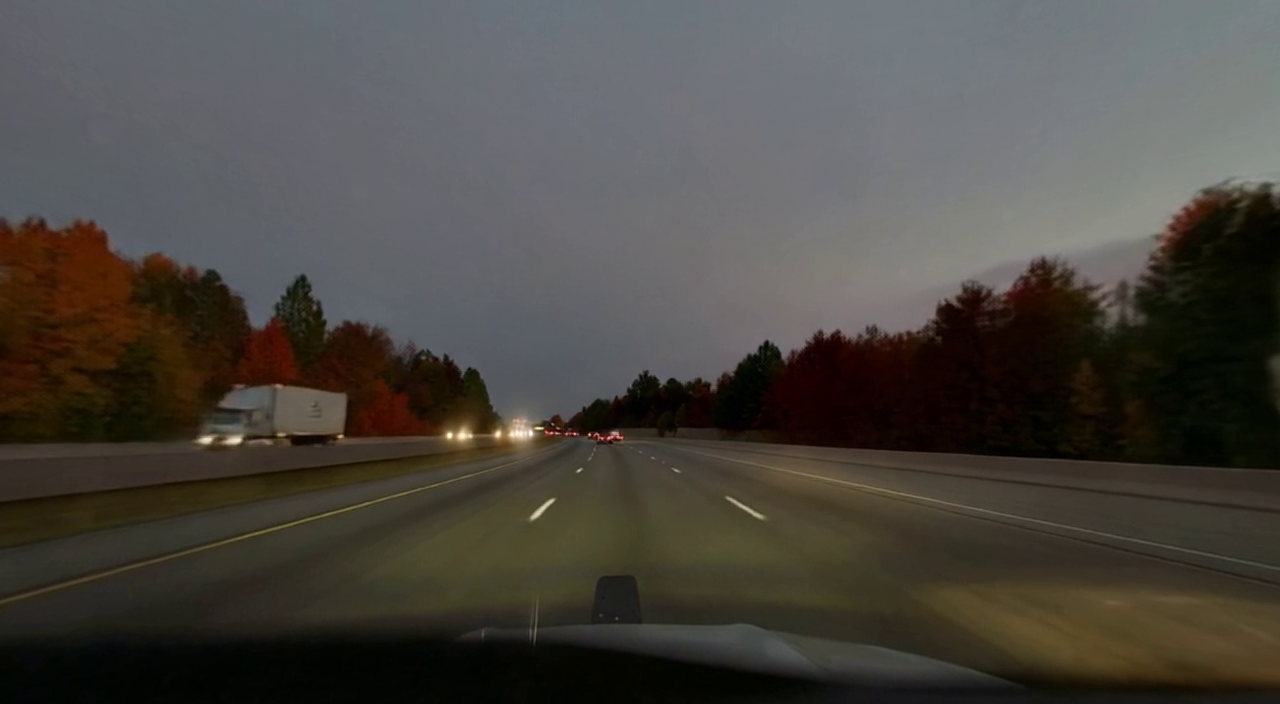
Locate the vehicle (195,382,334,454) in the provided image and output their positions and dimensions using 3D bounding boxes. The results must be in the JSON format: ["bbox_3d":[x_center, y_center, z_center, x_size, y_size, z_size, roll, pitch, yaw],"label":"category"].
[{"bbox_3d":[-22.471,4.191,38.513,3.025,3.847,9.441,0,-8,-3],"label":"vehicle"}]
